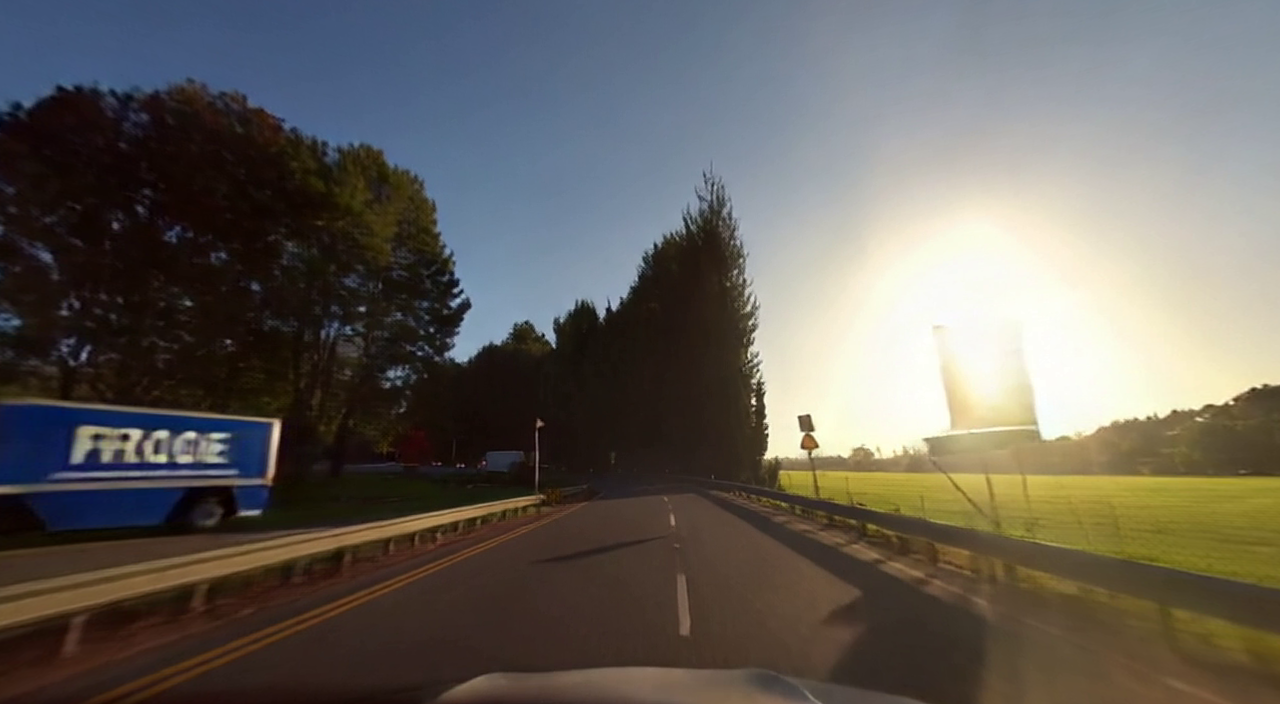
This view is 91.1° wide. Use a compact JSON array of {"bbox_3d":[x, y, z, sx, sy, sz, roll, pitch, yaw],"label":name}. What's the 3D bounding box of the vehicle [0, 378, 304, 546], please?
[{"bbox_3d":[-15.238,3.413,19.392,2.935,4.083,7.922,-5,-12,27],"label":"vehicle"}]
